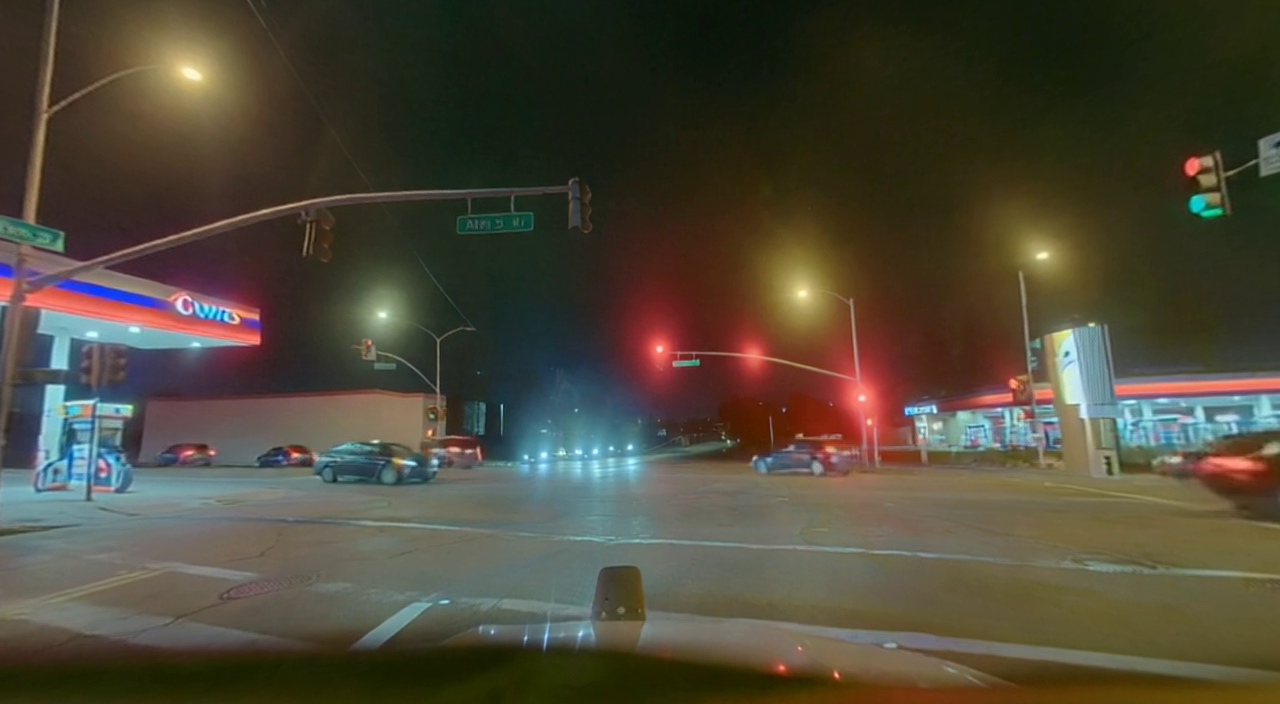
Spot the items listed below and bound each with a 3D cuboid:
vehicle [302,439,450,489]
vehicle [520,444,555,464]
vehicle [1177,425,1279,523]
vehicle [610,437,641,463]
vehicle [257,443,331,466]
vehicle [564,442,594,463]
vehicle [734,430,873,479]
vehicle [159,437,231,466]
[{"bbox_3d":[-8.654,3.606,20.611,4.670,1.458,1.959,-5,-10,30],"label":"vehicle"},{"bbox_3d":[-7.939,7.893,49.136,2.079,1.491,4.045,0,-9,-1],"label":"vehicle"},{"bbox_3d":[11.761,1.879,9.799,4.806,1.482,1.862,-5,-10,26],"label":"vehicle"},{"bbox_3d":[-1.118,7.125,46.038,2.083,1.764,5.011,0,-9,-3],"label":"vehicle"},{"bbox_3d":[-22.864,6.761,41.687,4.801,1.466,1.830,-5,-10,27],"label":"vehicle"},{"bbox_3d":[-4.596,7.655,48.143,2.003,1.481,4.091,0,-9,-2],"label":"vehicle"},{"bbox_3d":[5.959,3.733,23.127,4.568,1.643,1.911,-4,-10,26],"label":"vehicle"},{"bbox_3d":[-28.632,6.384,40.629,4.311,1.742,1.864,-5,-10,27],"label":"vehicle"}]
